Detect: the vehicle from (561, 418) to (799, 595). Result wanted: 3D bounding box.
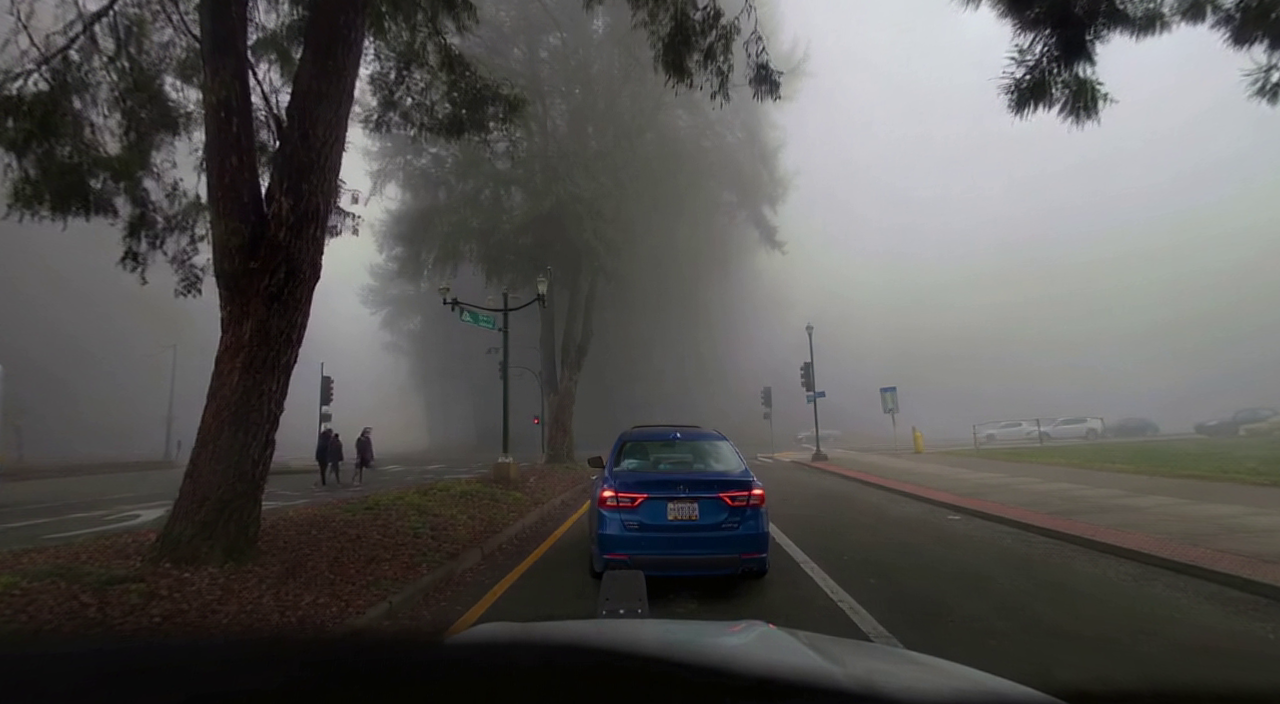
[{"bbox_3d":[0.381,1.612,7.393,2.035,1.499,3.799,0,-8,1],"label":"vehicle"}]
